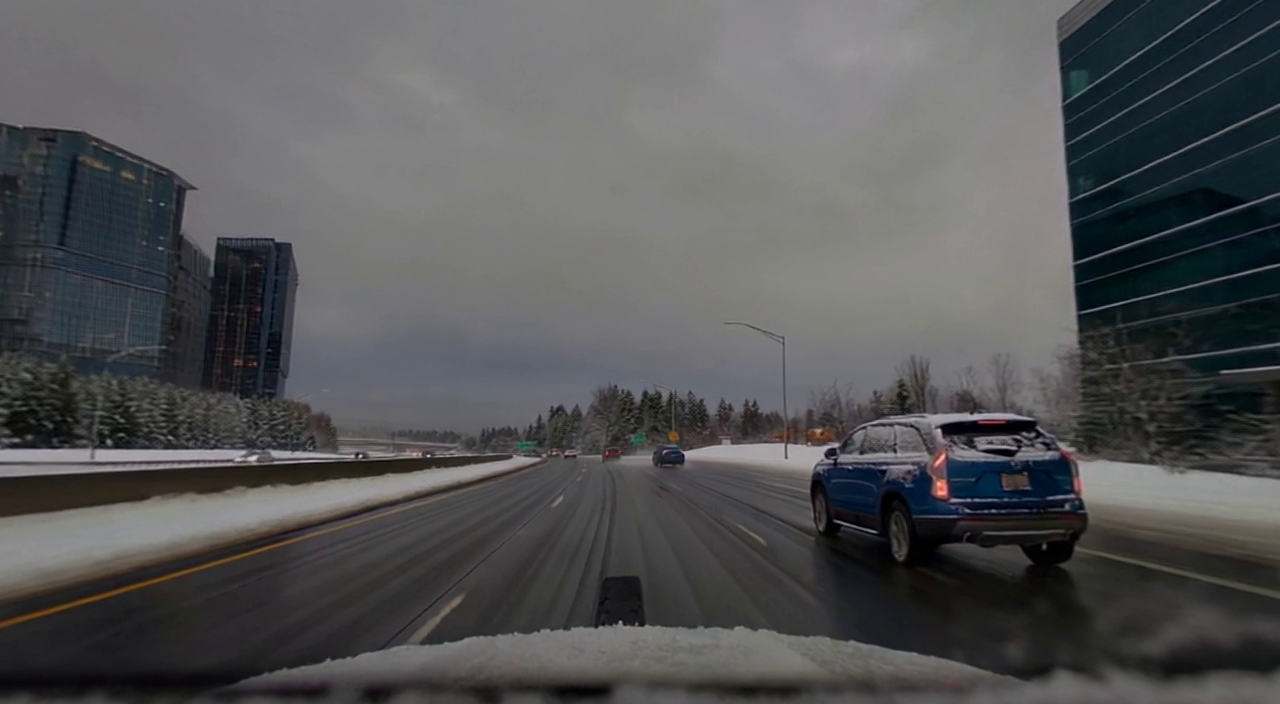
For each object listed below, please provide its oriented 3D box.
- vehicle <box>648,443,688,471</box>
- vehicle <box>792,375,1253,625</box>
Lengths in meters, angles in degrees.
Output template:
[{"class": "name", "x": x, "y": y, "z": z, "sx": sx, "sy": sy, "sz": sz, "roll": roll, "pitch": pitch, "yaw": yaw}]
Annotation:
[{"class": "vehicle", "x": 1.818, "y": 7.112, "z": 43.044, "sx": 2.110, "sy": 1.780, "sz": 4.682, "roll": 1, "pitch": -9, "yaw": -5}, {"class": "vehicle", "x": 3.375, "y": 1.410, "z": 6.938, "sx": 2.182, "sy": 1.826, "sz": 4.392, "roll": 0, "pitch": -9, "yaw": -2}]
